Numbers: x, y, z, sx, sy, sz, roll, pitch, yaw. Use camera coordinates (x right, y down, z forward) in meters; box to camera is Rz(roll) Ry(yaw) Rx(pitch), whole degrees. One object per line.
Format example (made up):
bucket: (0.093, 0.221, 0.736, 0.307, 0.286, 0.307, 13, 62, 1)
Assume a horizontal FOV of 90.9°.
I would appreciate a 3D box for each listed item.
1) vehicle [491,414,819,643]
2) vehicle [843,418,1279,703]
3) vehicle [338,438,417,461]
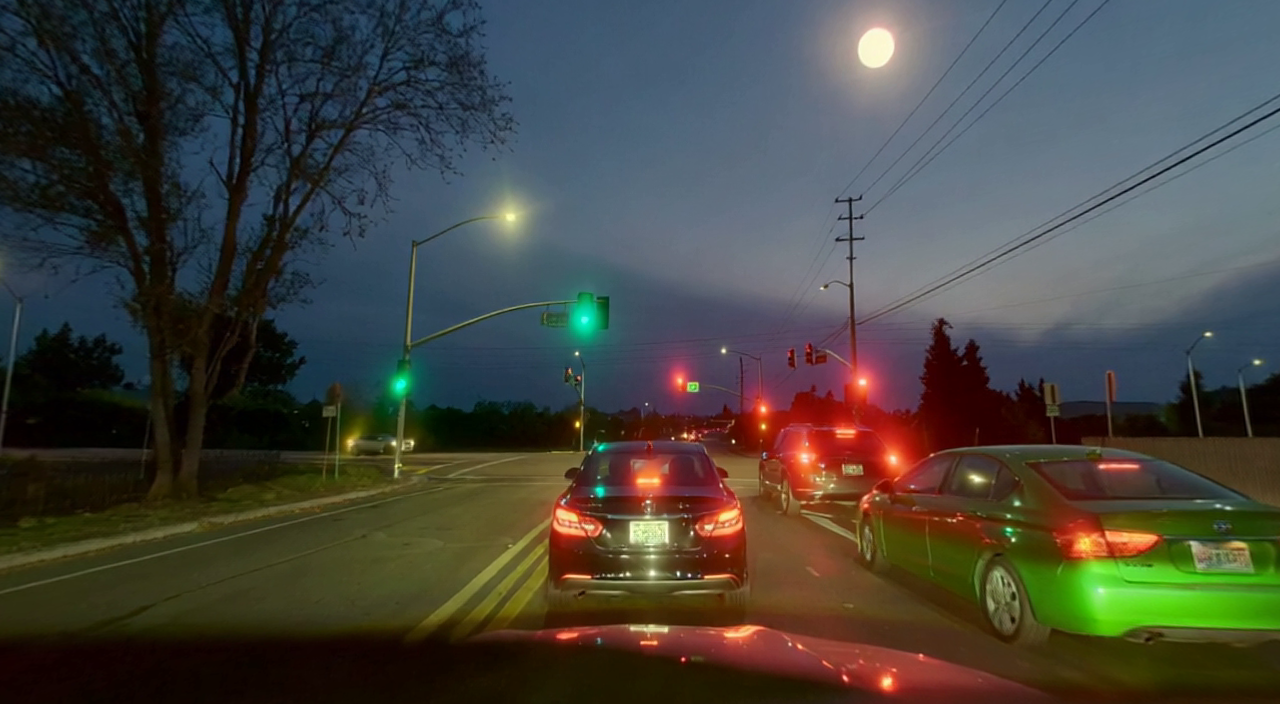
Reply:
vehicle: (0.065, 1.493, 6.433, 2.170, 1.497, 4.369, 0, -8, -1)
vehicle: (3.086, 1.245, 4.137, 2.027, 1.432, 4.431, 0, -8, 0)
vehicle: (-17.238, 6.419, 41.467, 4.406, 1.458, 1.892, -1, -8, 7)
